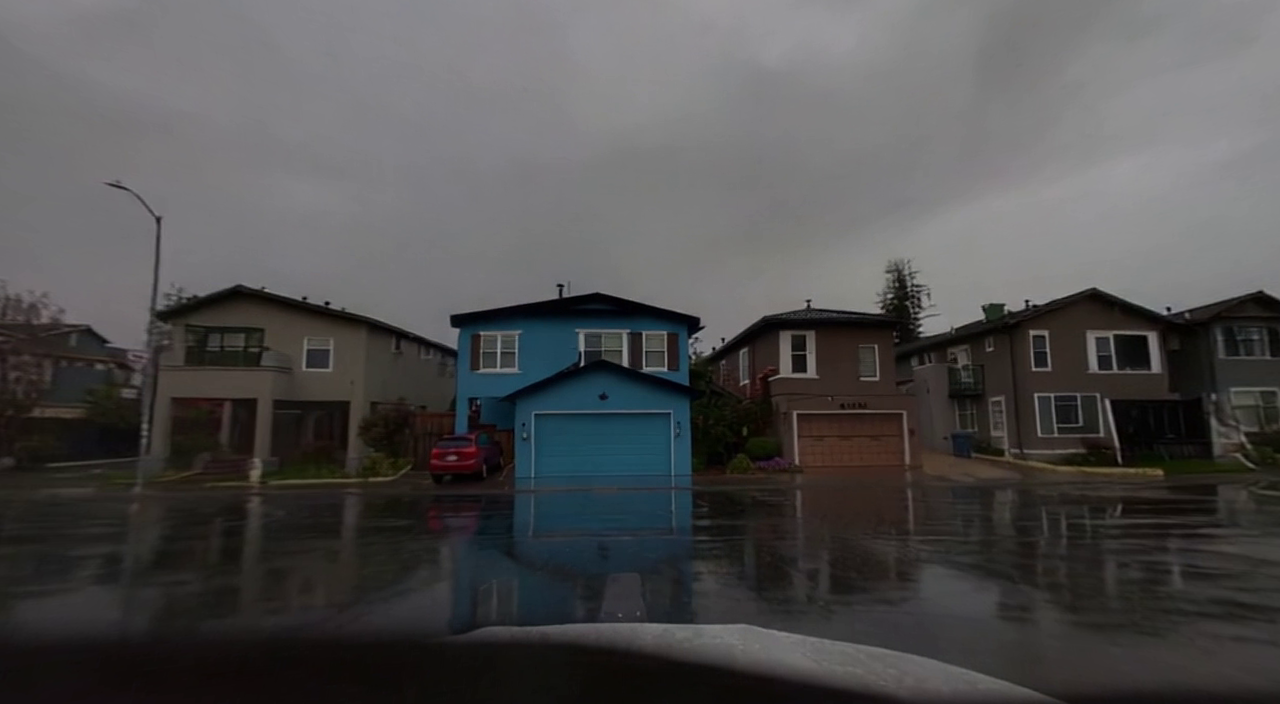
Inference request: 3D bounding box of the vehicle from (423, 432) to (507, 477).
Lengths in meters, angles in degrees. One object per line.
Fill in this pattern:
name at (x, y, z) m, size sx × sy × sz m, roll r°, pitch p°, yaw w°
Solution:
vehicle at (-6.340, 3.788, 23.340) m, size 1.968 × 1.491 × 4.486 m, roll 0°, pitch -9°, yaw -2°
